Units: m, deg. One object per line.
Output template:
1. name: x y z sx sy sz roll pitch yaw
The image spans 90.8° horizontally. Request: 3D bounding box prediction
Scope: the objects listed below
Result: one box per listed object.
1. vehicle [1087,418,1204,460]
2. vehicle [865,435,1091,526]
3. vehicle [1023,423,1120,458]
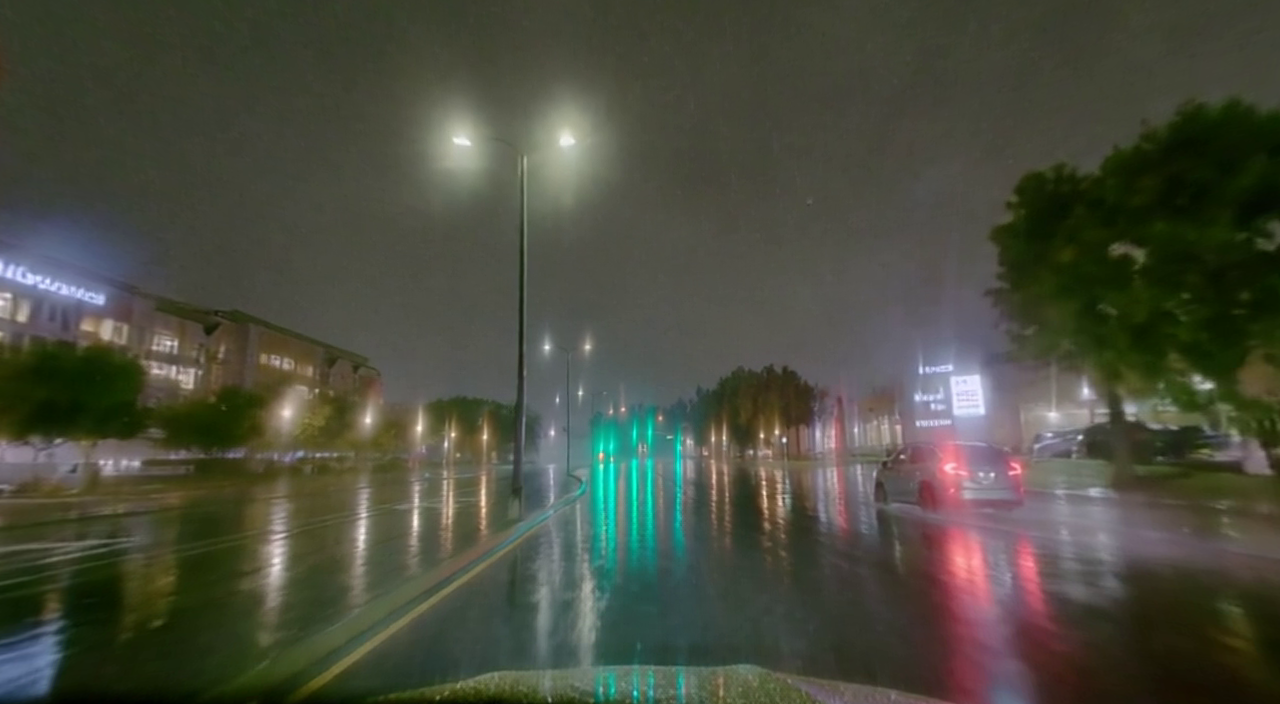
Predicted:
1. vehicle: 25.623 4.474 32.305 2.212 1.948 4.904 -1 -8 5
2. vehicle: 6.537 2.516 13.014 1.913 1.504 4.738 0 -9 -2
3. vehicle: 23.079 4.821 34.082 2.066 1.716 4.943 -1 -10 5
